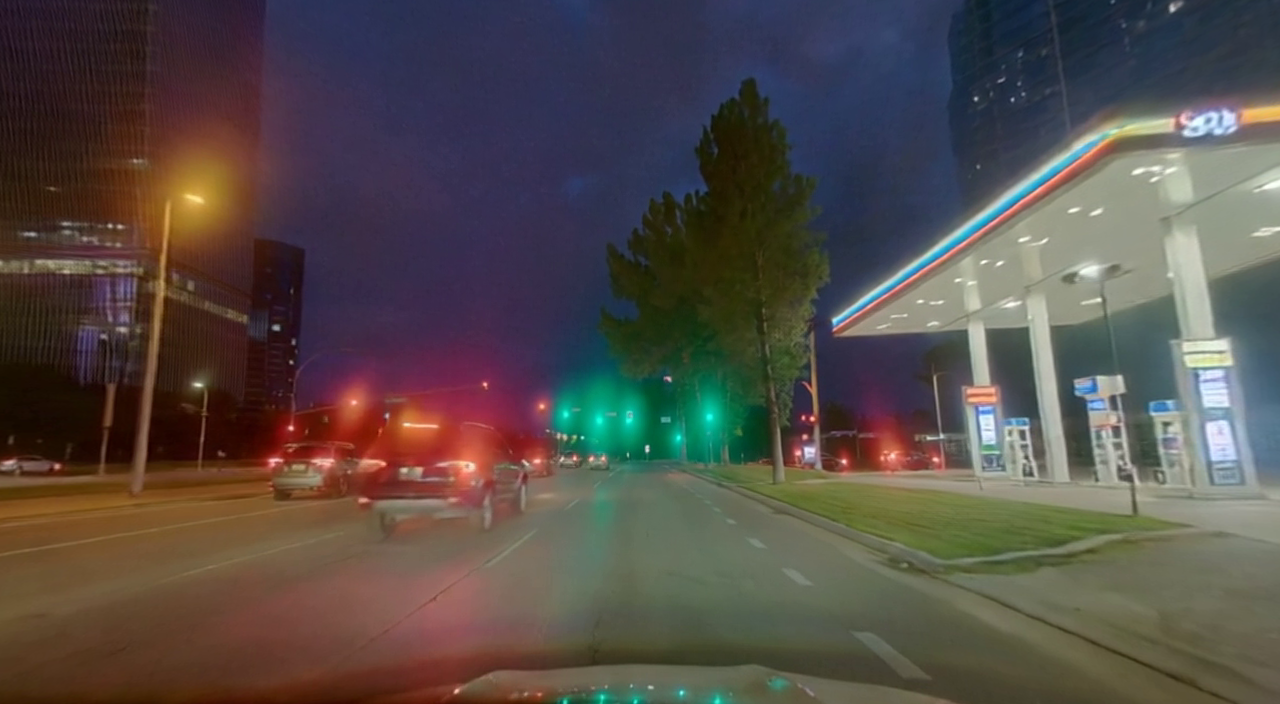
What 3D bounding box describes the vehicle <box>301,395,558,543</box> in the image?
[{"bbox_3d":[-3.420,2.155,12.225,2.602,2.091,6.347,0,-9,2],"label":"vehicle"}]
